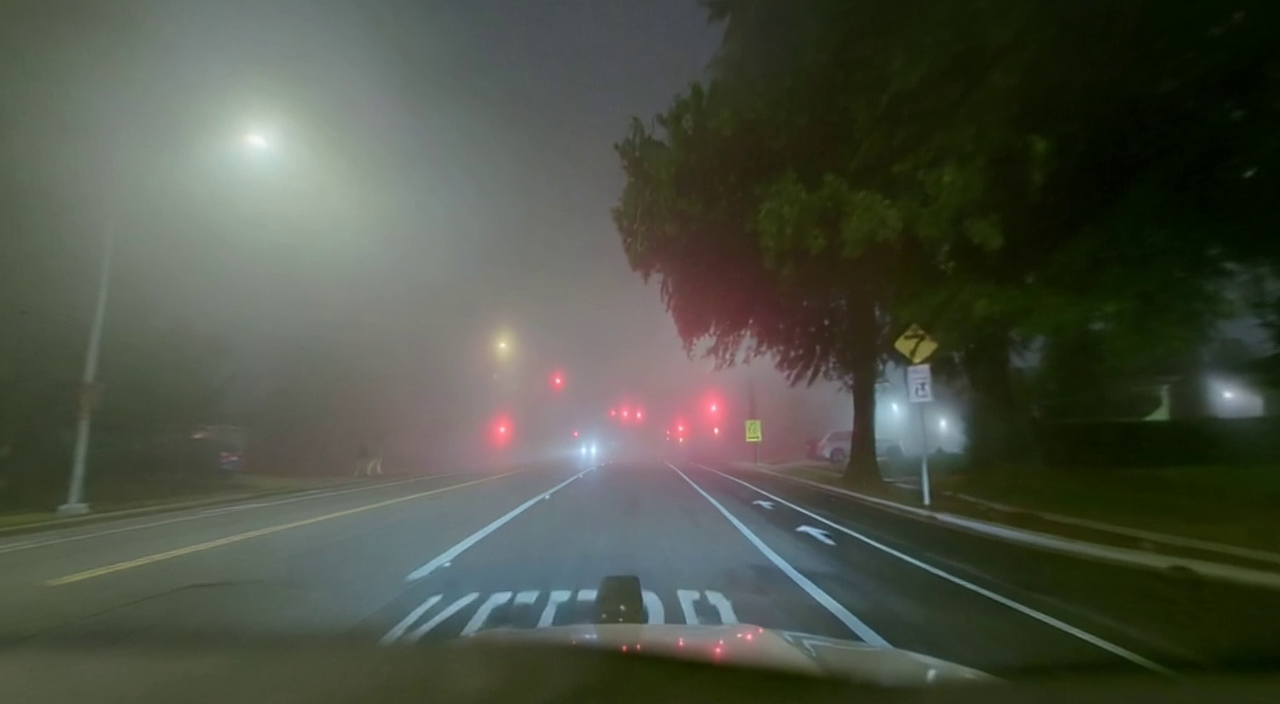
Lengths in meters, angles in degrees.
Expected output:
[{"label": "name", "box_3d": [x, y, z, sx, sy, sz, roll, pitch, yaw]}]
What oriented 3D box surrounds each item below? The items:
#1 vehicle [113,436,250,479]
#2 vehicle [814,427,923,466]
[{"label": "vehicle", "box_3d": [-18.788, 4.325, 26.021, 4.115, 1.699, 1.848, 0, -8, -1]}, {"label": "vehicle", "box_3d": [10.878, 4.517, 30.318, 4.423, 1.779, 1.883, 0, -8, 0]}]
